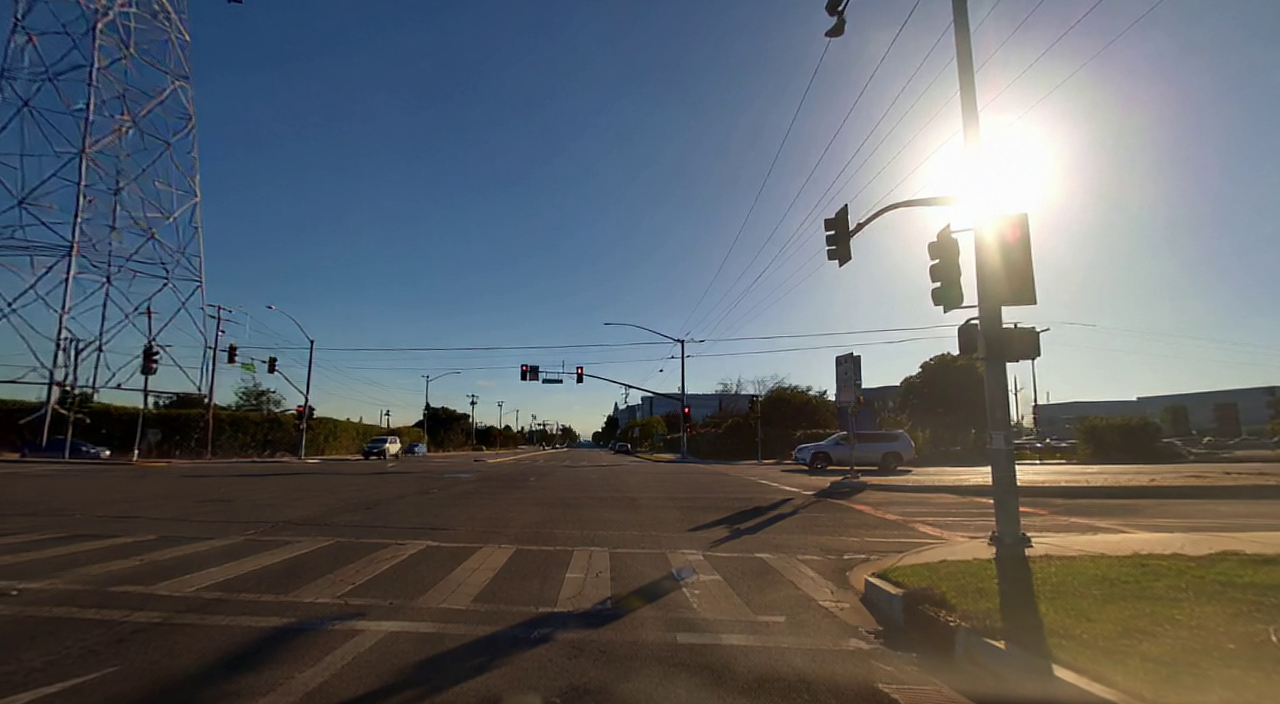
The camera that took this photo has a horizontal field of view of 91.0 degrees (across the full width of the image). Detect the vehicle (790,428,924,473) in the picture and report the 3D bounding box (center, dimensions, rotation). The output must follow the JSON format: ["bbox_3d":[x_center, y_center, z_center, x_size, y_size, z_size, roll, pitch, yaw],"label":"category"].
[{"bbox_3d":[8.700,4.018,25.724,4.884,1.714,2.021,-2,-9,12],"label":"vehicle"}]
